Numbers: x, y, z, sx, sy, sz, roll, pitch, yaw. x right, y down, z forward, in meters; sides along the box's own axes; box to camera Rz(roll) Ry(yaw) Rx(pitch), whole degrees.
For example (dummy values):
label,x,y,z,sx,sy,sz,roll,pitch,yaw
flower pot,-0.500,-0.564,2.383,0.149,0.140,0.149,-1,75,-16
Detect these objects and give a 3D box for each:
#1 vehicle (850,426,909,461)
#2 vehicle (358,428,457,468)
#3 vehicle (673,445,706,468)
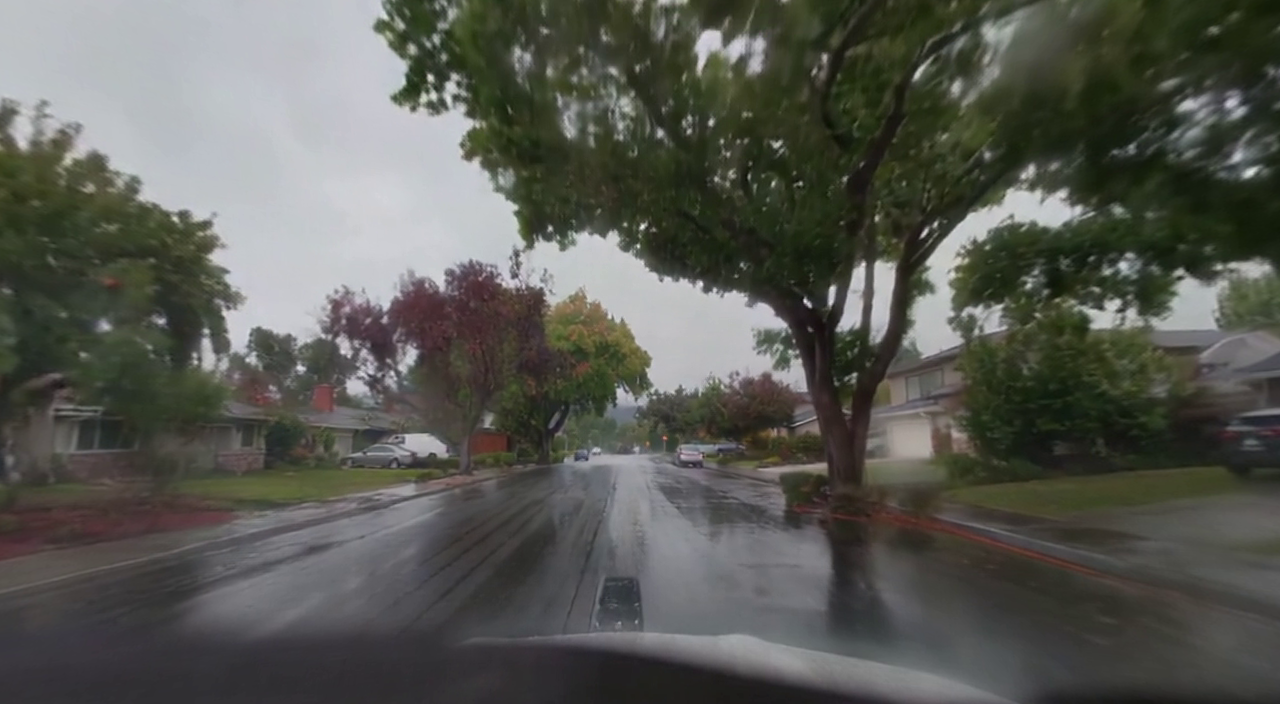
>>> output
label,x,y,z,sx,sy,sz,roll,pitch,yaw
vehicle,14.495,5.524,37.925,2.222,1.963,4.670,-6,-10,33
vehicle,-17.419,7.210,47.341,6.381,2.645,2.703,-3,-9,9
vehicle,3.420,7.370,44.489,2.011,1.521,4.292,0,-9,0
